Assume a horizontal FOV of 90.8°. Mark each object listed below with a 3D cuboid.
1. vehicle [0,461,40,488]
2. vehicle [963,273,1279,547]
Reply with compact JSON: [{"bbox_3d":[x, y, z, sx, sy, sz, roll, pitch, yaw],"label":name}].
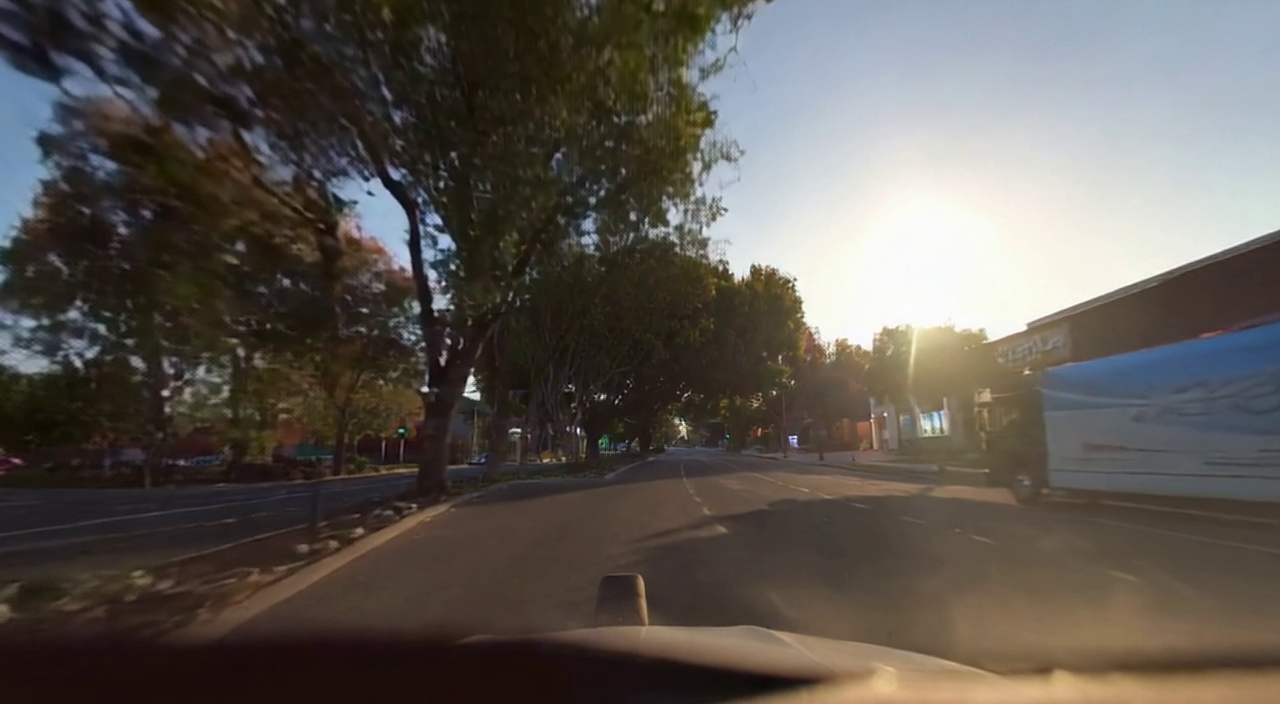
[{"bbox_3d":[-49.014,9.380,48.546,2.063,1.854,4.669,2,-9,-16],"label":"vehicle"},{"bbox_3d":[9.710,1.074,10.382,2.946,3.506,10.682,0,-9,-1],"label":"vehicle"}]
